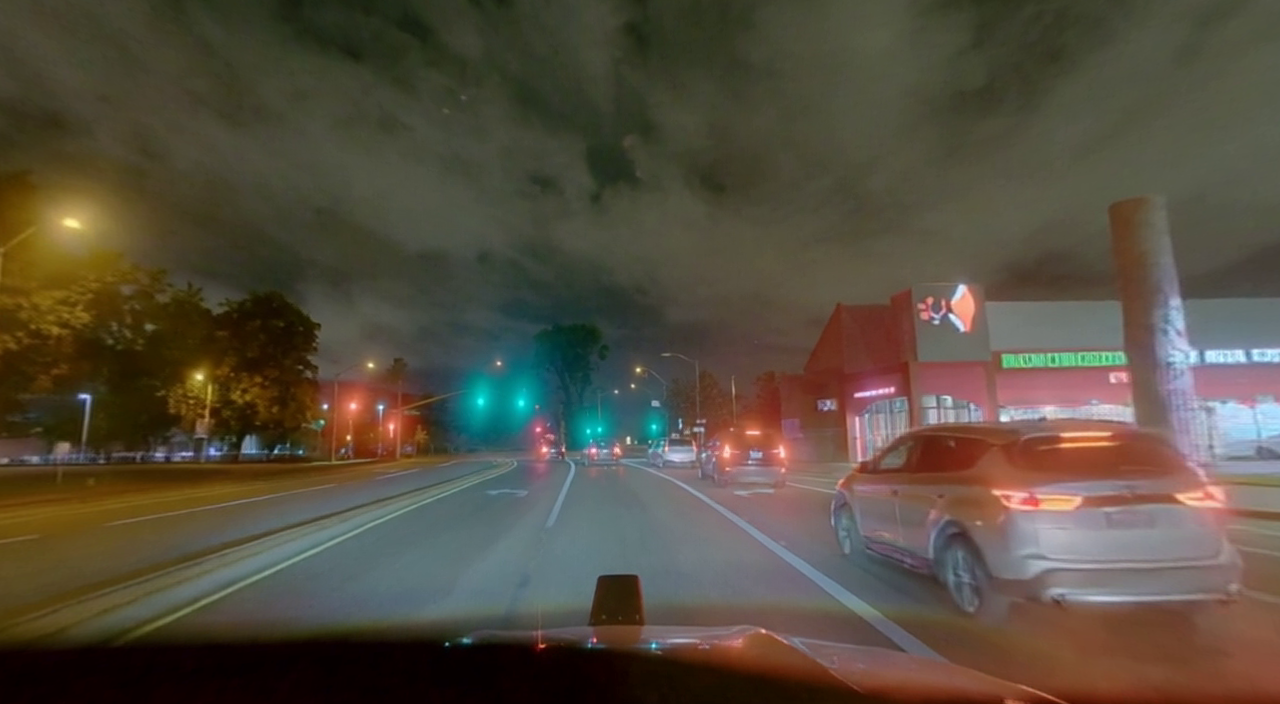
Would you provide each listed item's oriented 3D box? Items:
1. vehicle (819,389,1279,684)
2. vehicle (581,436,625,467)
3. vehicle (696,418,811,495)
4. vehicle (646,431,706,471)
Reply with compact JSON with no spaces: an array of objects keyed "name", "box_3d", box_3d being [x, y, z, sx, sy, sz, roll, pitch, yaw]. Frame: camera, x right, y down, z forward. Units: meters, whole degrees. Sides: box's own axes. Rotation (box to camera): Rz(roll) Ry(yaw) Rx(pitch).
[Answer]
[{"name":"vehicle","box_3d":[3.209,1.280,5.554,1.966,1.596,3.980,0,-8,-2]},{"name":"vehicle","box_3d":[-1.996,5.202,33.049,2.068,1.512,3.987,1,-9,-6]},{"name":"vehicle","box_3d":[2.852,2.761,16.983,2.046,1.768,4.370,0,-8,-3]},{"name":"vehicle","box_3d":[1.631,4.714,30.468,2.216,1.750,4.520,0,-8,-6]}]
